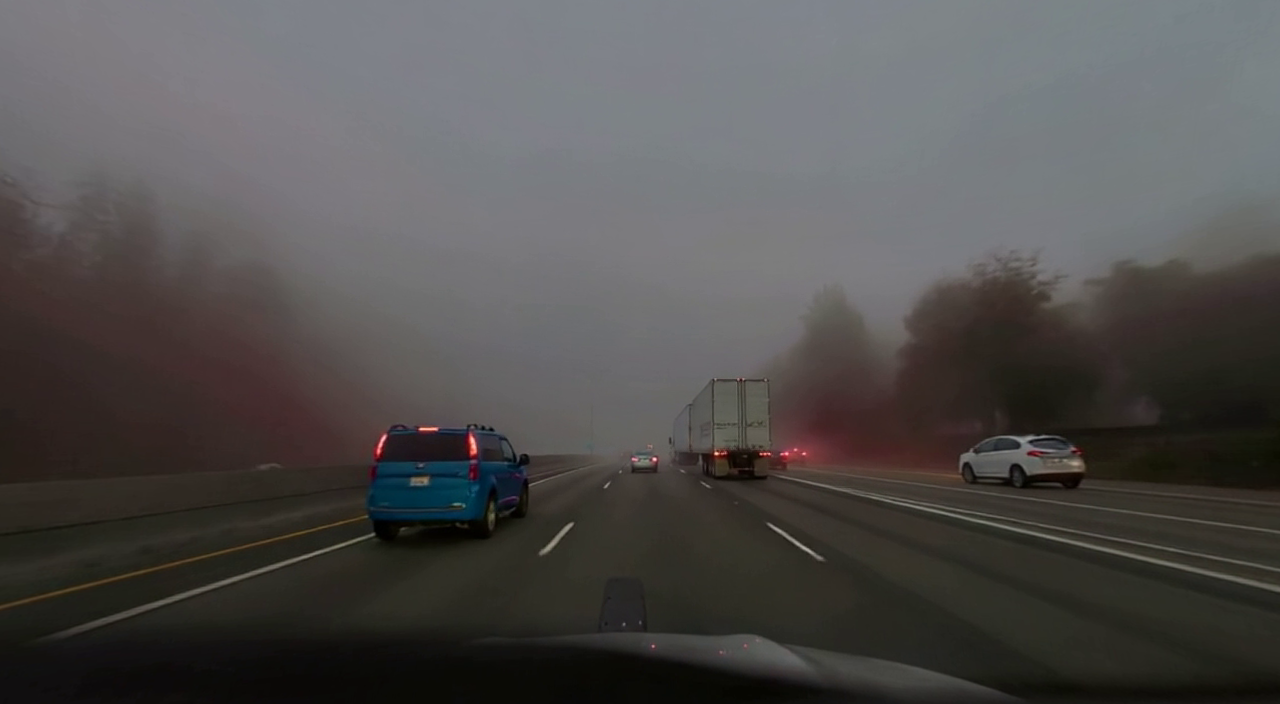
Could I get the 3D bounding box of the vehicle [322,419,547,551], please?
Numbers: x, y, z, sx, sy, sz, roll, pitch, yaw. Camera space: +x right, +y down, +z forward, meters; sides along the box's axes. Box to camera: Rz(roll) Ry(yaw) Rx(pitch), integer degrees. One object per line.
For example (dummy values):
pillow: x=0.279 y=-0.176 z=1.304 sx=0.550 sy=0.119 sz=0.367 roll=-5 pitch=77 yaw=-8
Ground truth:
vehicle: x=-3.123 y=2.148 z=10.872 sx=2.237 sy=1.745 sz=4.575 roll=-1 pitch=-9 yaw=1

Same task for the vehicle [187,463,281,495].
vehicle: x=-23.163 y=7.243 z=36.257 sx=2.218 sy=1.525 sz=4.738 roll=-1 pitch=-9 yaw=1

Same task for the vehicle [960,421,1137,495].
vehicle: x=11.261 y=2.961 z=17.860 sx=2.041 sy=1.824 sz=4.376 roll=0 pitch=-9 yaw=0

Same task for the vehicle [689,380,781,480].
vehicle: x=4.384 y=4.158 z=32.333 sx=2.821 sy=4.077 sz=12.562 roll=0 pitch=-9 yaw=0

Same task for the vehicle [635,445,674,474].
vehicle: x=0.746 y=5.961 z=35.119 sx=2.063 sy=1.469 sz=4.208 roll=0 pitch=-9 yaw=0
